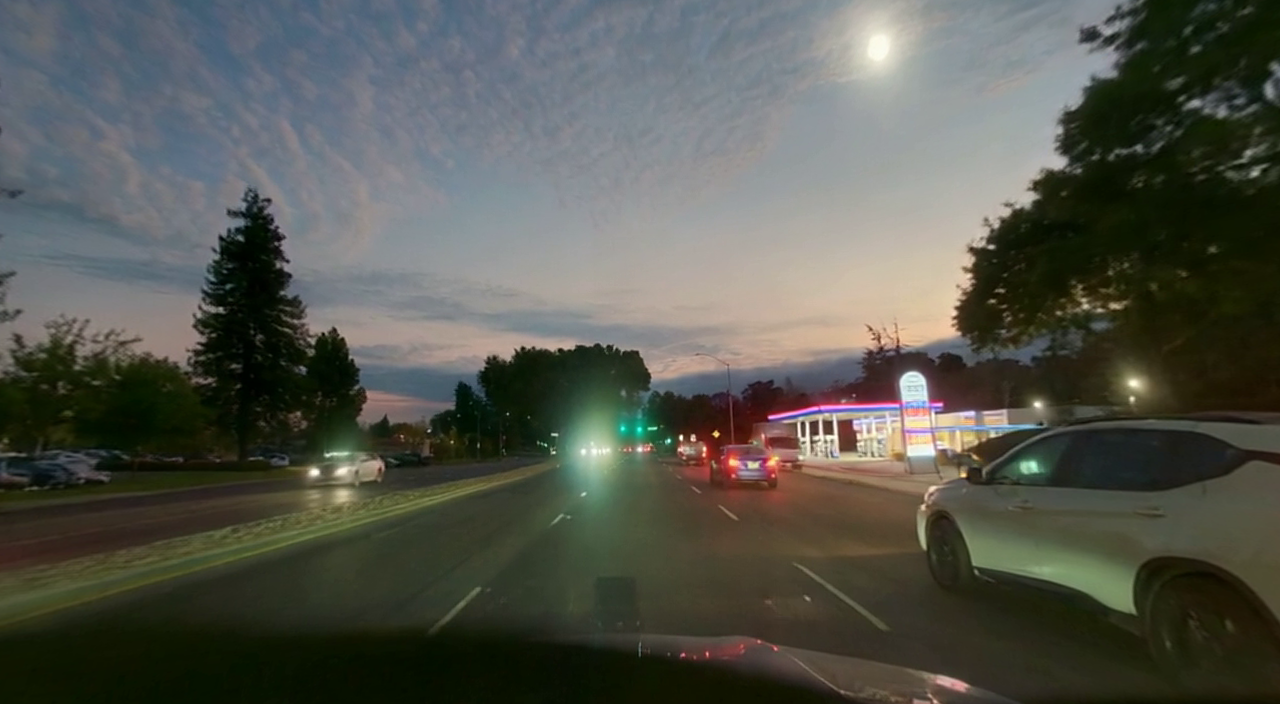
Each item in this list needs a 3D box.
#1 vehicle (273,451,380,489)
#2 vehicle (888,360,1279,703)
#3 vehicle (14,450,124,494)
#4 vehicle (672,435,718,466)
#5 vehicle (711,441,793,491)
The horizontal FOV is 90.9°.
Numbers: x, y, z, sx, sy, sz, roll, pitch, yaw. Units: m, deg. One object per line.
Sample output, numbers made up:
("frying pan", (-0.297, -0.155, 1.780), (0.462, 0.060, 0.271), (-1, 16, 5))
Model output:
("vehicle", (-14.205, 5.344, 29.045), (2.031, 1.539, 5.646), (-1, -9, 0))
("vehicle", (3.698, 1.126, 4.384), (1.875, 1.665, 4.931), (0, -9, 0))
("vehicle", (-28.767, 5.986, 32.006), (2.064, 2.002, 4.835), (2, -9, -16))
("vehicle", (3.673, 6.738, 43.281), (2.611, 1.983, 5.165), (0, -9, -1))
("vehicle", (3.602, 3.749, 21.055), (1.871, 1.442, 4.122), (0, -9, -1))
